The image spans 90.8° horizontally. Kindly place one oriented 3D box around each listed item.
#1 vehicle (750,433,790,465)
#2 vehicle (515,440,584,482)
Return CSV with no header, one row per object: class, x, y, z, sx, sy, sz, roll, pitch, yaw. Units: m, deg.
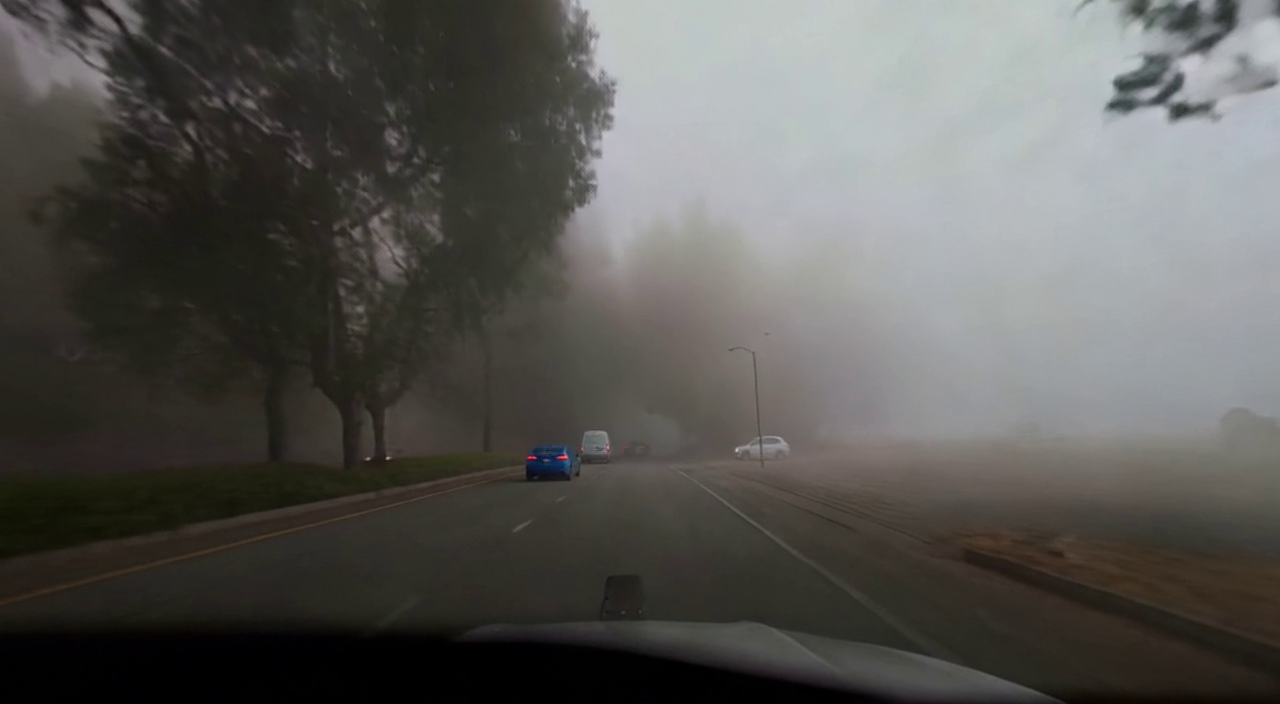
vehicle,7.213,5.405,35.334,1.596,1.654,2.920,-1,-8,1
vehicle,-3.352,4.127,24.193,2.009,1.473,4.028,0,-8,1
